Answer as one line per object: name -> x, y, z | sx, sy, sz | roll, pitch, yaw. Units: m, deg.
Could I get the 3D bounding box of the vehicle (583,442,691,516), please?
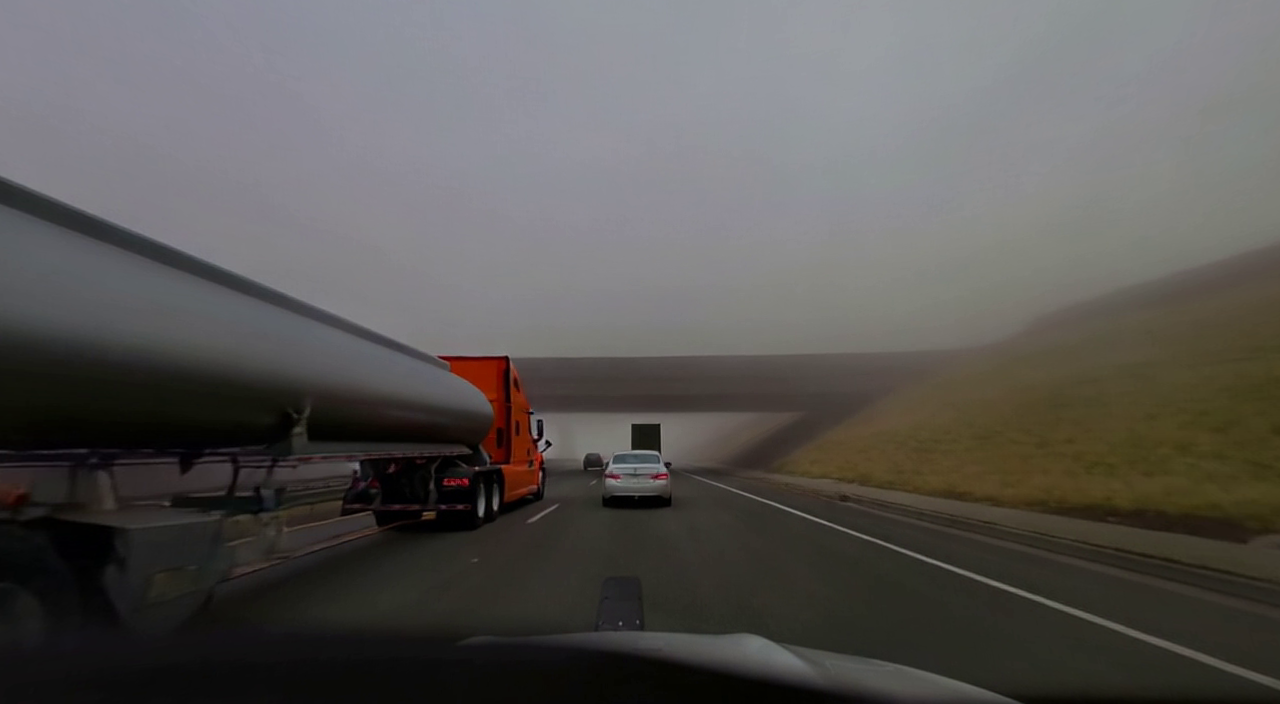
vehicle -> -0.036, 2.932, 15.076 | 2.215, 1.481, 4.246 | 0, -9, 1

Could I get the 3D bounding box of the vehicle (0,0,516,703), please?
vehicle -> -4.291, 0.537, 6.407 | 2.896, 3.563, 14.643 | 0, -9, 1
